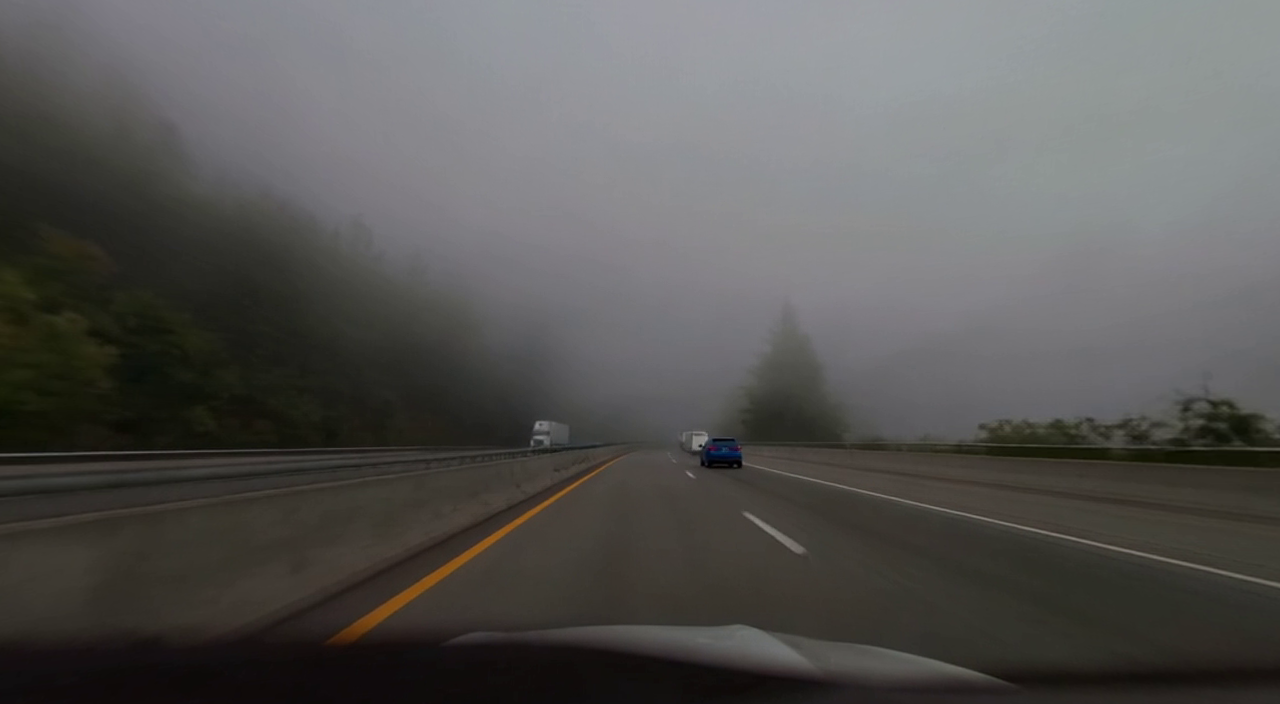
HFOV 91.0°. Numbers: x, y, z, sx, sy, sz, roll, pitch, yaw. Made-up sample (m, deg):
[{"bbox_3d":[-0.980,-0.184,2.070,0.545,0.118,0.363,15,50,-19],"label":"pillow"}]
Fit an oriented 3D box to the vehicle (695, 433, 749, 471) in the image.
[{"bbox_3d":[3.847,4.762,30.241,2.022,1.663,4.245,-1,-8,0],"label":"vehicle"}]
